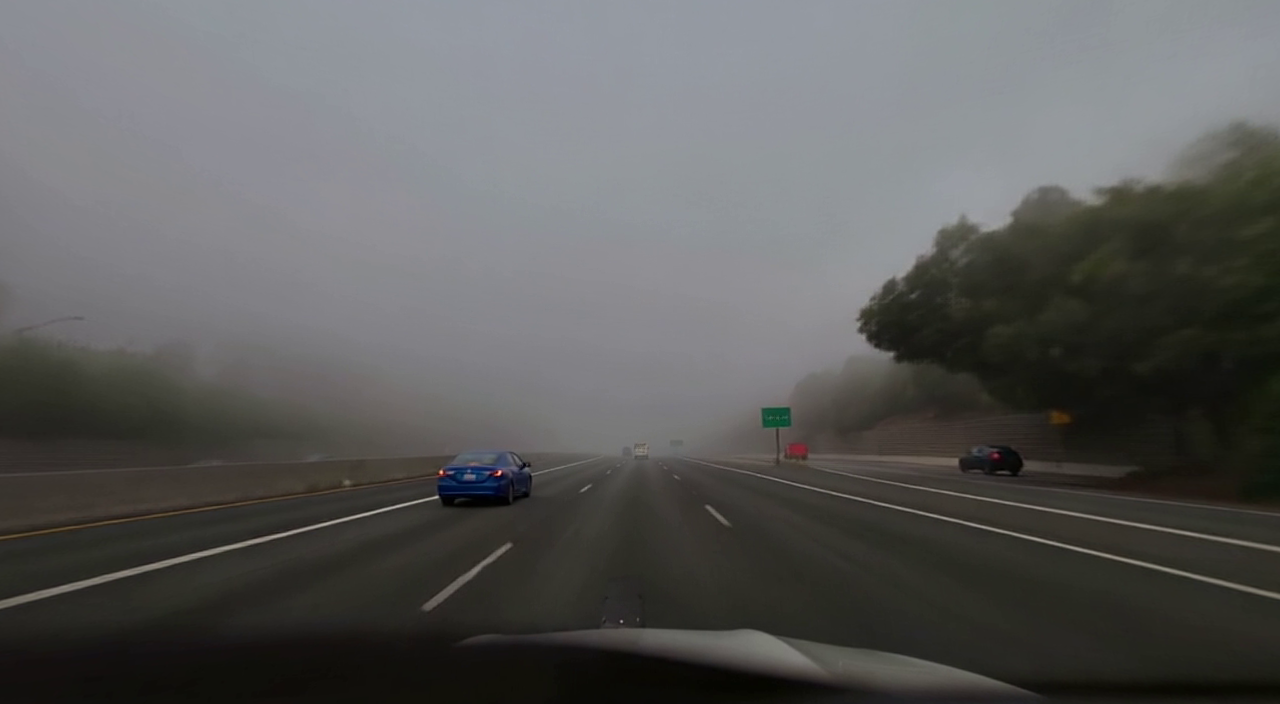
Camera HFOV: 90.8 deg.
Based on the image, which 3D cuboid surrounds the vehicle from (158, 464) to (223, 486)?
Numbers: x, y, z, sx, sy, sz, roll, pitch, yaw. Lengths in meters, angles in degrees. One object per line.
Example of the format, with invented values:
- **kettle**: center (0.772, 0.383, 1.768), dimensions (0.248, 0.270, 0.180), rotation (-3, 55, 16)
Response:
- **vehicle**: center (-34.959, 9.531, 49.233), dimensions (1.800, 1.447, 4.651), rotation (-1, -9, -2)

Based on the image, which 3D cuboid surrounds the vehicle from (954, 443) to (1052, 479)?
- **vehicle**: center (15.733, 4.743, 27.634), dimensions (1.805, 1.427, 4.447), rotation (-1, -9, 3)

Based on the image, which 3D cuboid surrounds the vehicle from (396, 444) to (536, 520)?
- **vehicle**: center (-3.743, 2.872, 14.510), dimensions (1.873, 1.438, 4.546), rotation (-1, -9, 1)
